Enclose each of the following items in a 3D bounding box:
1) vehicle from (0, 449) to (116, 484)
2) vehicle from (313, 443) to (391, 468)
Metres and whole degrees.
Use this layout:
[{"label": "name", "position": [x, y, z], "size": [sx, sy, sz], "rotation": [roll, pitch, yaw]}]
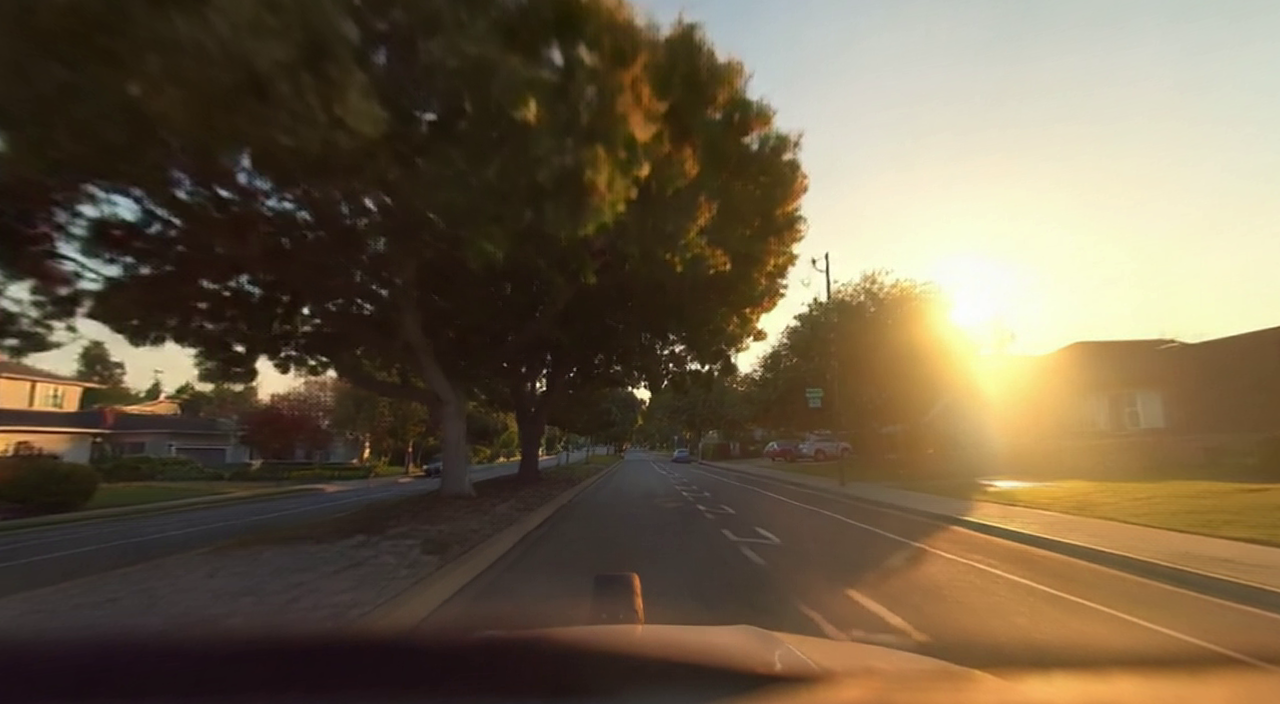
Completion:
[{"label": "vehicle", "position": [-27.894, 5.346, 29.719], "size": [4.551, 1.556, 2.061], "rotation": [0, -8, -1]}, {"label": "vehicle", "position": [-21.919, 7.857, 48.210], "size": [4.889, 1.822, 2.159], "rotation": [0, -8, -3]}]
